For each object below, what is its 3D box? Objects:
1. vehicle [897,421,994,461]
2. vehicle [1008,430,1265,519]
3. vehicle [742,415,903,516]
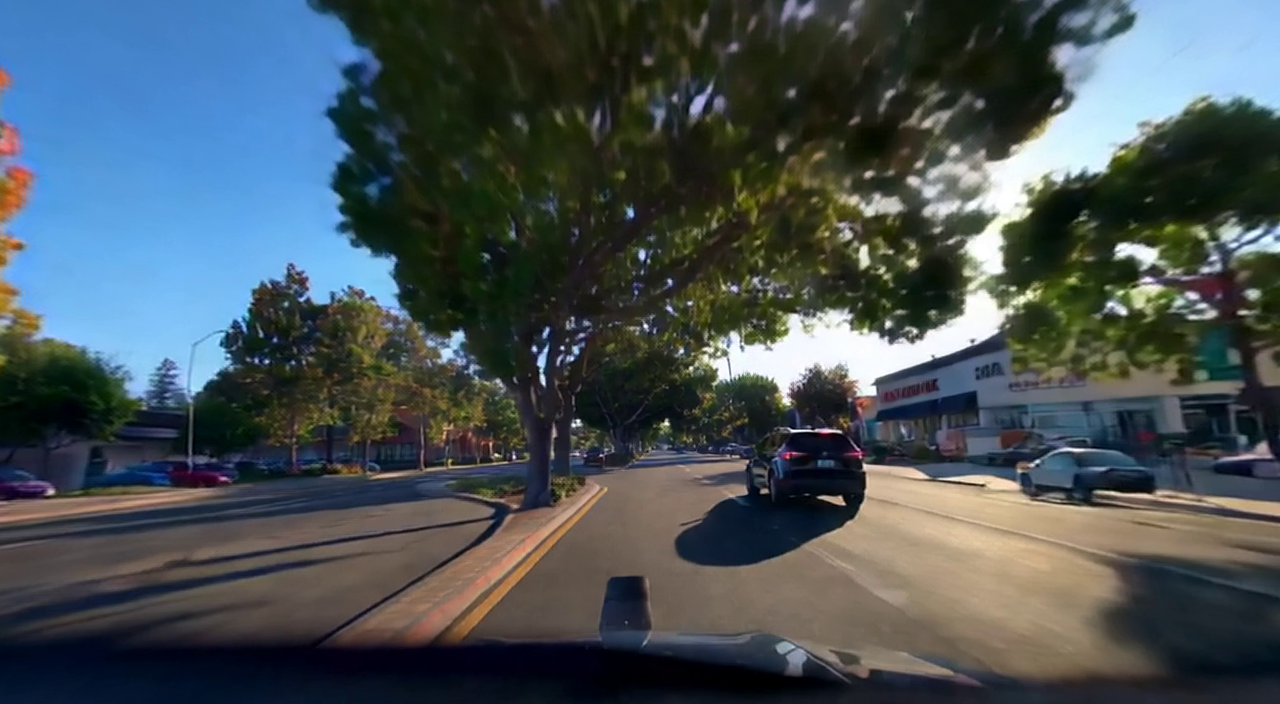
[{"bbox_3d":[15.814,4.676,33.038,2.139,1.881,5.511,0,-8,-2],"label":"vehicle"},{"bbox_3d":[10.781,2.670,14.278,2.154,1.678,4.428,0,-8,0],"label":"vehicle"},{"bbox_3d":[3.751,2.436,13.977,2.183,1.845,4.482,0,-8,0],"label":"vehicle"}]
